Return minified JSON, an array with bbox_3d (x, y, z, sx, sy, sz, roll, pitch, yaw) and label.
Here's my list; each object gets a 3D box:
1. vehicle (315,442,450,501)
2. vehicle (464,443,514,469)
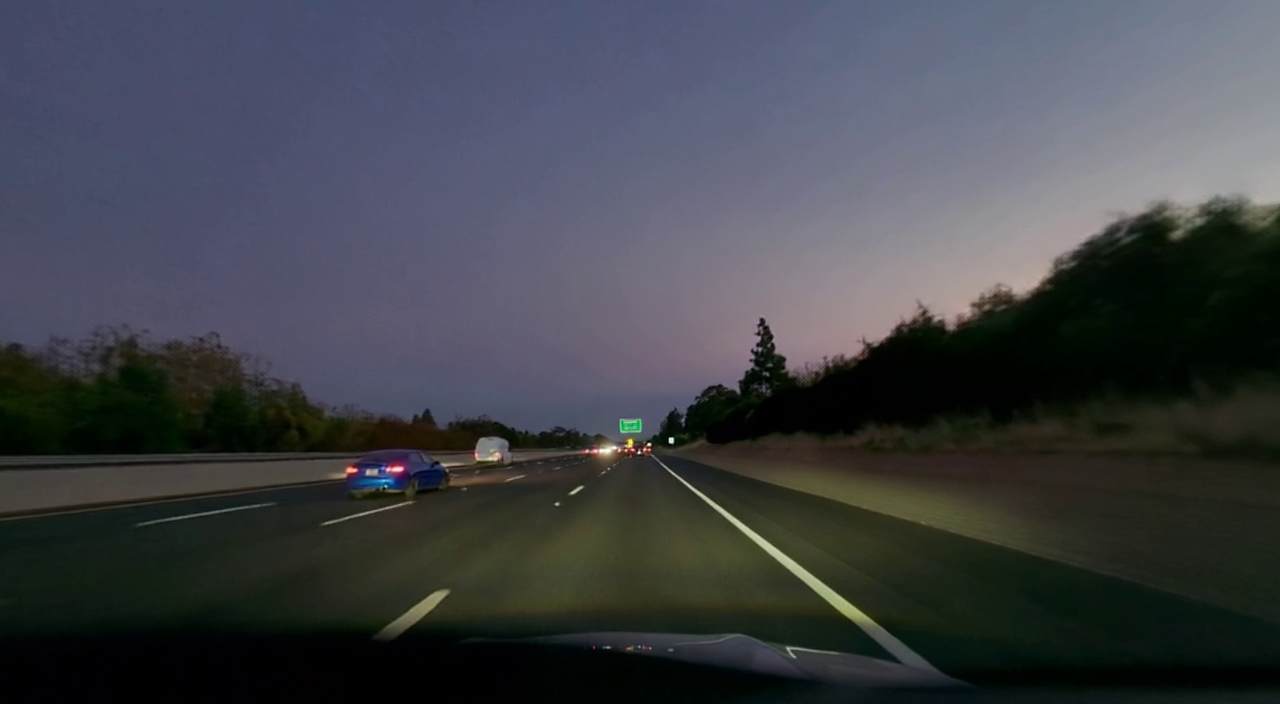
[{"bbox_3d":[-7.400,3.454,18.741,1.981,1.486,4.735,0,-8,0],"label":"vehicle"},{"bbox_3d":[-10.931,7.545,46.019,2.249,1.735,5.018,-1,-8,2],"label":"vehicle"}]
